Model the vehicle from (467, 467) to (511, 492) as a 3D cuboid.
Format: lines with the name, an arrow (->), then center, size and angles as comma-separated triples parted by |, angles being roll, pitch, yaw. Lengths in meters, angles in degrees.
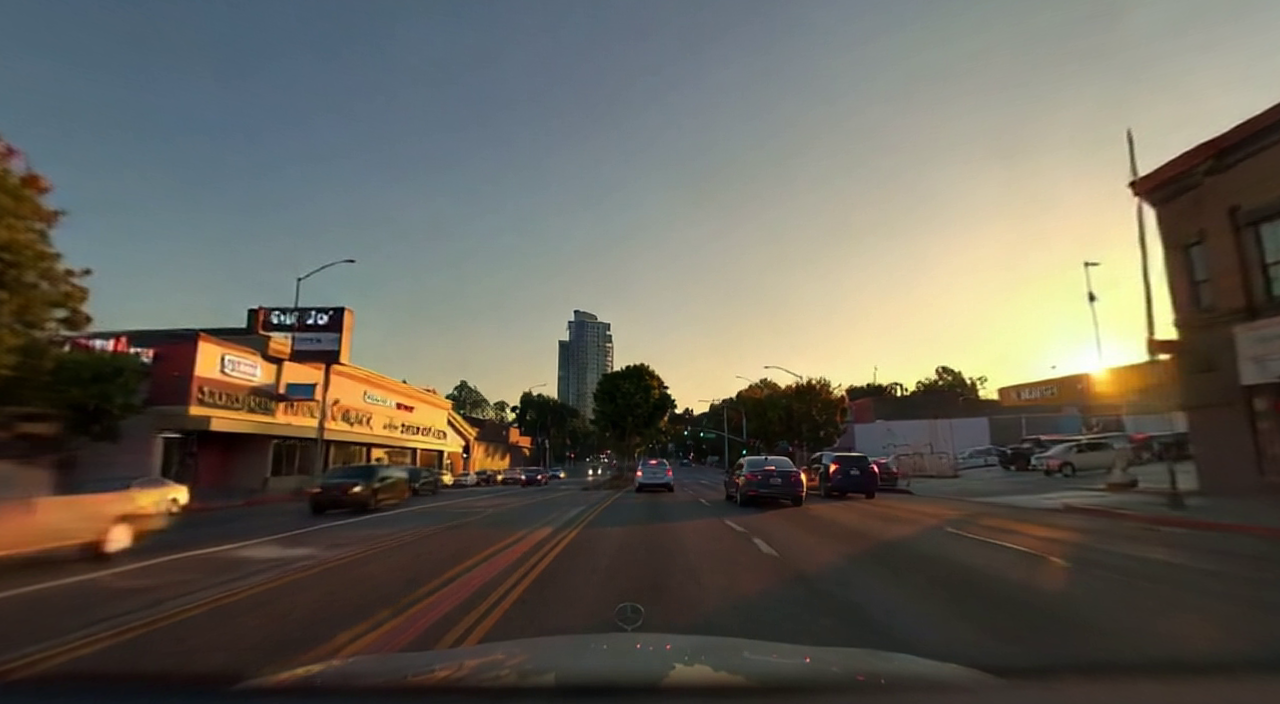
vehicle -> -11.655, 9.806, 48.865 | 2.183, 1.674, 4.481 | 0, -8, 1

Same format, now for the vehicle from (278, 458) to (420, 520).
vehicle -> -8.583, 4.056, 19.176 | 1.906, 1.519, 4.797 | 0, -8, 2

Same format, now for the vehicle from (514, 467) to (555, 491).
vehicle -> -7.613, 9.216, 45.942 | 2.078, 1.465, 4.632 | 0, -8, 1

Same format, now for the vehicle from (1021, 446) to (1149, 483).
vehicle -> 22.184, 5.628, 31.595 | 4.718, 1.628, 2.008 | -3, -8, 5

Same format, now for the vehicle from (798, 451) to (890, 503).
vehicle -> 7.551, 4.631, 23.822 | 2.040, 1.738, 4.414 | 0, -8, 1

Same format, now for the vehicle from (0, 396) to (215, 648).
vehicle -> -5.343, 1.142, 4.021 | 2.180, 1.646, 4.467 | -2, -10, -1

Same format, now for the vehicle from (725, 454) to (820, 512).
vehicle -> 3.912, 3.927, 19.478 | 1.963, 1.484, 4.609 | 0, -8, 0

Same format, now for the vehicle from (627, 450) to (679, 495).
vehicle -> 0.615, 5.437, 28.891 | 2.210, 1.861, 4.280 | 0, -8, 1
